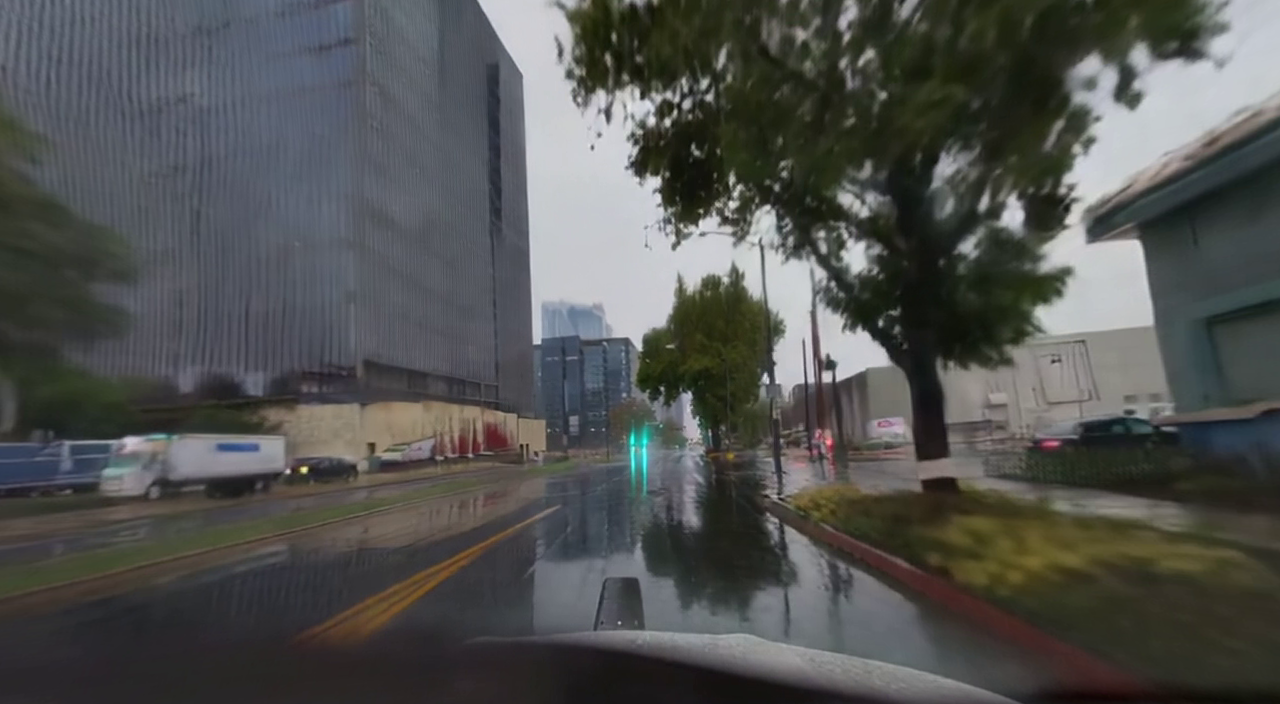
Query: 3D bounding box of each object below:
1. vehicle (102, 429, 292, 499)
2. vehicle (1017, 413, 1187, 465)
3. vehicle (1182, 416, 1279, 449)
[{"bbox_3d":[-19.749,4.952,28.662,2.166,2.698,7.006,-7,-9,20],"label":"vehicle"},{"bbox_3d":[14.927,2.850,20.499,3.997,1.579,1.799,-1,-9,3],"label":"vehicle"},{"bbox_3d":[27.120,3.646,28.308,3.531,1.414,1.906,-1,-9,5],"label":"vehicle"}]
